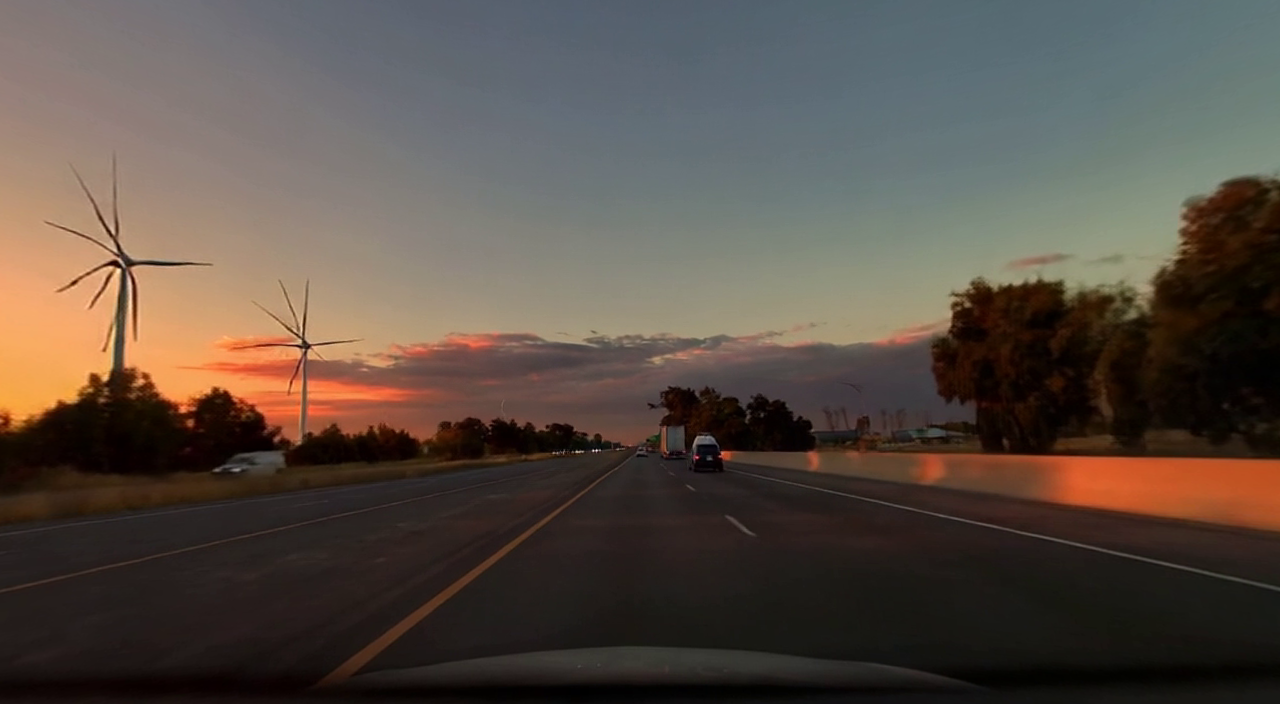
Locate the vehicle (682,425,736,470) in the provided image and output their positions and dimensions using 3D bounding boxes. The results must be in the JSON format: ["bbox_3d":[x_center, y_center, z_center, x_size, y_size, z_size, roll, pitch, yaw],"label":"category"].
[{"bbox_3d":[4.267,6.058,39.872,2.609,2.648,5.397,0,-9,-2],"label":"vehicle"}]

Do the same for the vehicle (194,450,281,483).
[{"bbox_3d":[-25.761,7.313,40.618,2.071,1.956,5.251,0,-9,1],"label":"vehicle"}]
